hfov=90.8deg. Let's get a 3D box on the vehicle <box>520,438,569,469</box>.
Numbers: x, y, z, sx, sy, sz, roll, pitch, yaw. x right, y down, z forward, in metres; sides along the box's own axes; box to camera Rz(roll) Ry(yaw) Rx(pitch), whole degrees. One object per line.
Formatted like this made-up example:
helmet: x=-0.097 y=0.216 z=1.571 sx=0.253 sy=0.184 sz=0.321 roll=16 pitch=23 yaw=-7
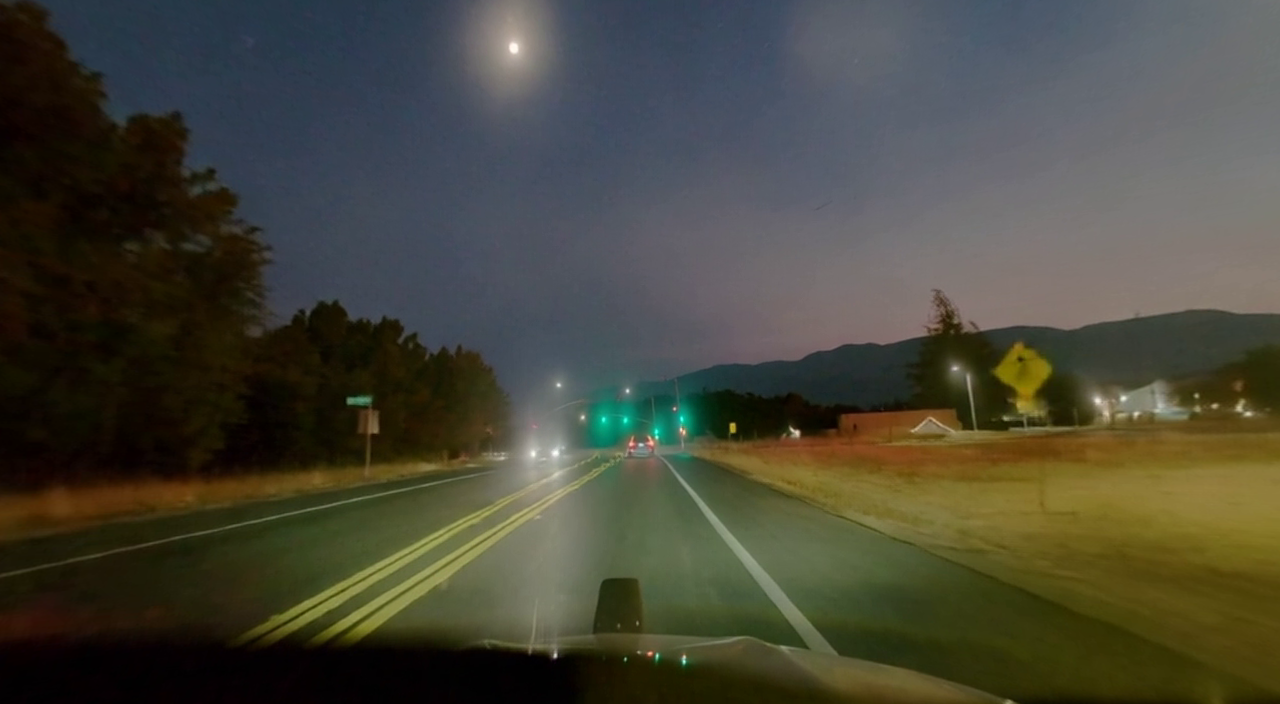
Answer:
vehicle: x=-5.703 y=6.129 z=38.405 sx=2.347 sy=1.720 sz=4.687 roll=-1 pitch=-8 yaw=-1
